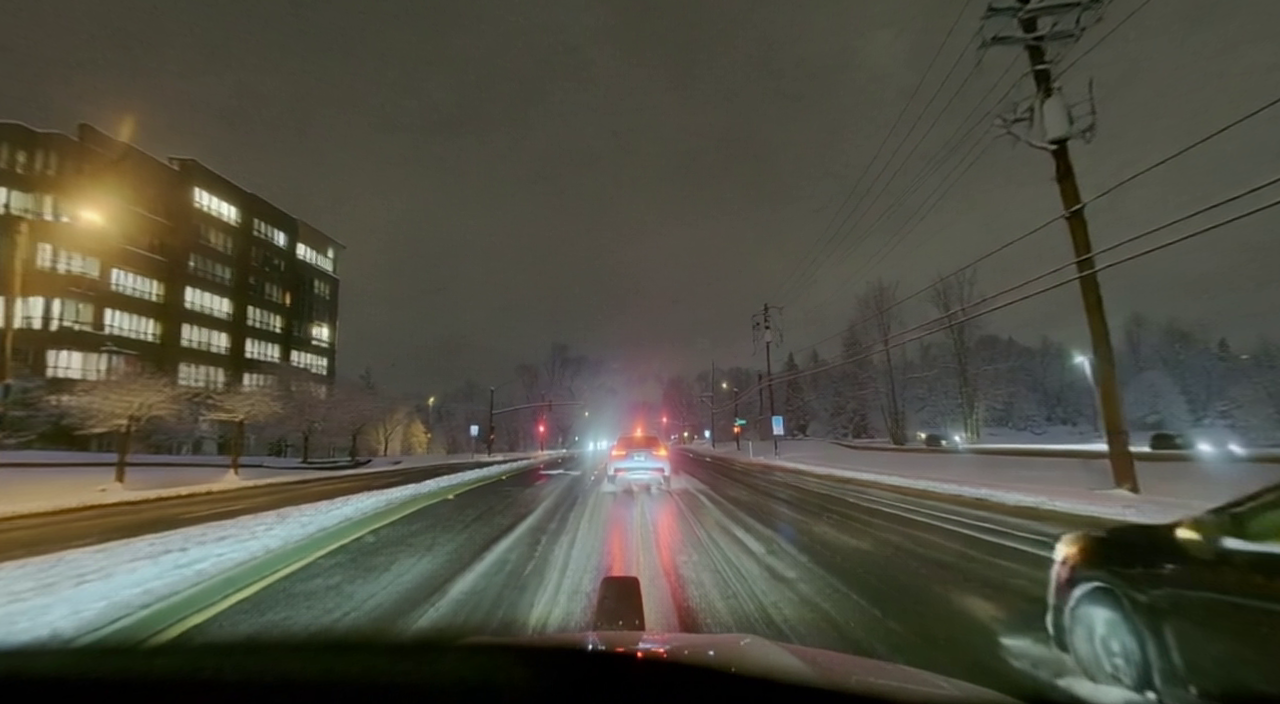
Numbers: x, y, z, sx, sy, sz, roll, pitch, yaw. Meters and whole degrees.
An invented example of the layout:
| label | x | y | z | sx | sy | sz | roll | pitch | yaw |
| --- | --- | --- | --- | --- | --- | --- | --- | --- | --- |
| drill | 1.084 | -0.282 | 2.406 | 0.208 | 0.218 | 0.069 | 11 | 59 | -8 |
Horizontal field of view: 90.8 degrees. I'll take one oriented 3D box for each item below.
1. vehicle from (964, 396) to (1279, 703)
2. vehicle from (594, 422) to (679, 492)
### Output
| label | x | y | z | sx | sy | sz | roll | pitch | yaw |
| --- | --- | --- | --- | --- | --- | --- | --- | --- | --- |
| vehicle | 3.142 | 0.850 | 1.795 | 1.990 | 1.482 | 4.575 | 0 | -9 | 0 |
| vehicle | -0.091 | 3.032 | 18.419 | 2.189 | 1.776 | 4.342 | 0 | -9 | 0 |
